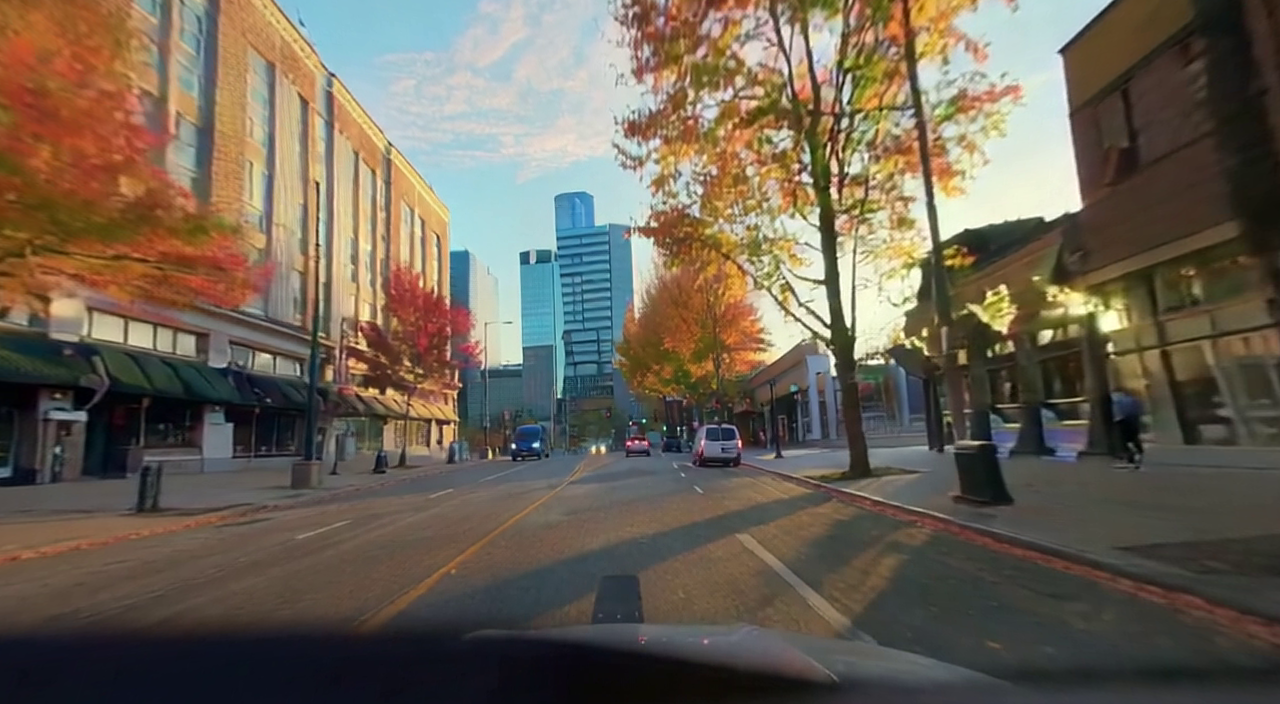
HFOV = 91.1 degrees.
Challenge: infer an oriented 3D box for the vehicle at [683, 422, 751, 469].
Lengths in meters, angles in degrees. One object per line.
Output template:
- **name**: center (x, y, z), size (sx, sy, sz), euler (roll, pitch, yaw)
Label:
- **vehicle**: center (3.444, 4.276, 29.122), size (2.357, 1.986, 5.136), euler (0, -7, -1)
